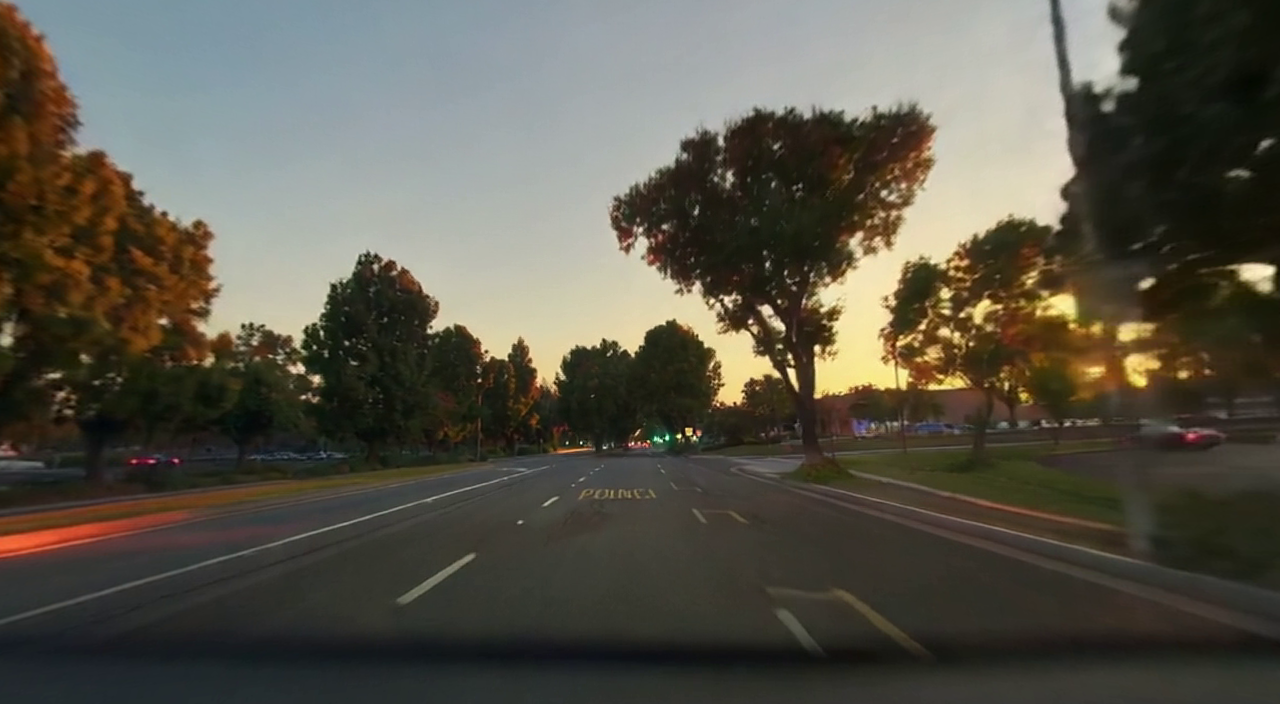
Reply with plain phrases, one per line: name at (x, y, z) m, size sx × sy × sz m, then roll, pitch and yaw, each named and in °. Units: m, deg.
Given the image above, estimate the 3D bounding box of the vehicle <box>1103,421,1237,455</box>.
vehicle at (24.870, 4.126, 29.860) m, size 1.907 × 1.444 × 5.150 m, roll 0°, pitch -8°, yaw 1°
